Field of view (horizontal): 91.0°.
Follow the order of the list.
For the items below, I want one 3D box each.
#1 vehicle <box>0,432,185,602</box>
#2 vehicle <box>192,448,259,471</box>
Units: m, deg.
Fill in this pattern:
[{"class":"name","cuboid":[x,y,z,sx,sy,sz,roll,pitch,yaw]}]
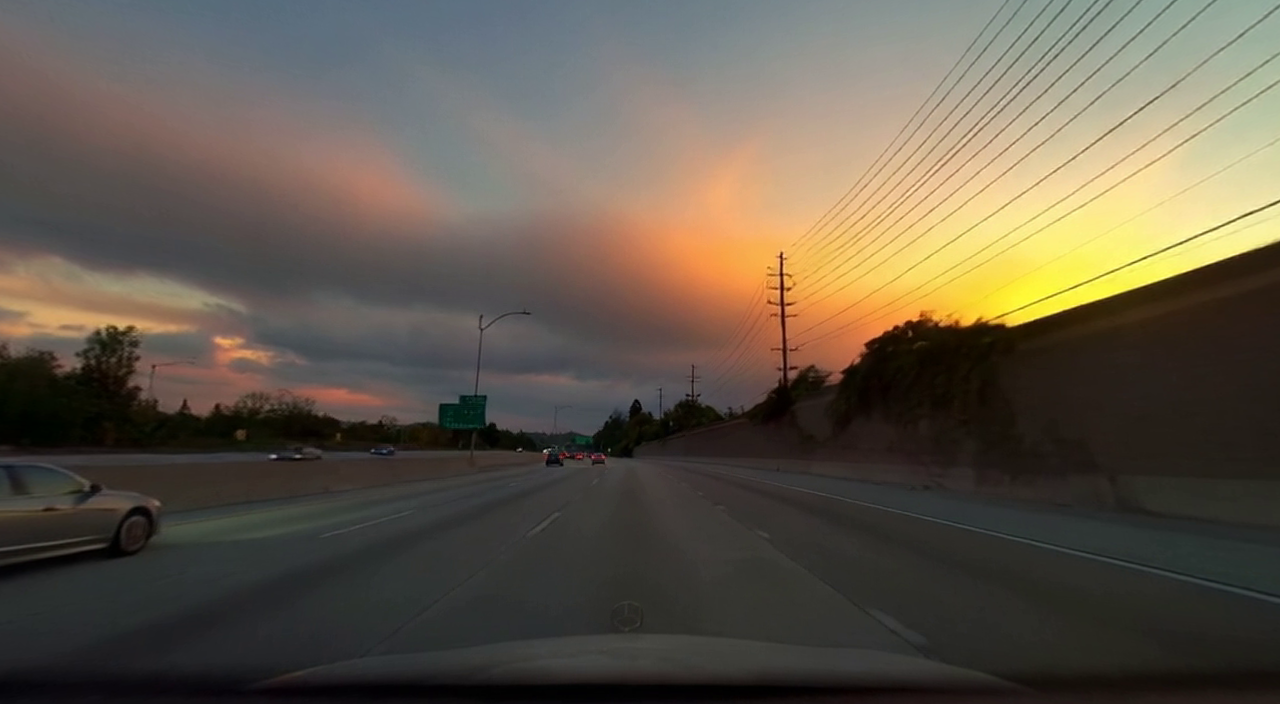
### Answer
[{"class":"vehicle","cuboid":[-6.832,1.521,5.860,1.999,1.527,4.238,0,-9,0]},{"class":"vehicle","cuboid":[-28.805,7.456,43.893,1.785,1.529,4.337,0,-9,-2]}]
